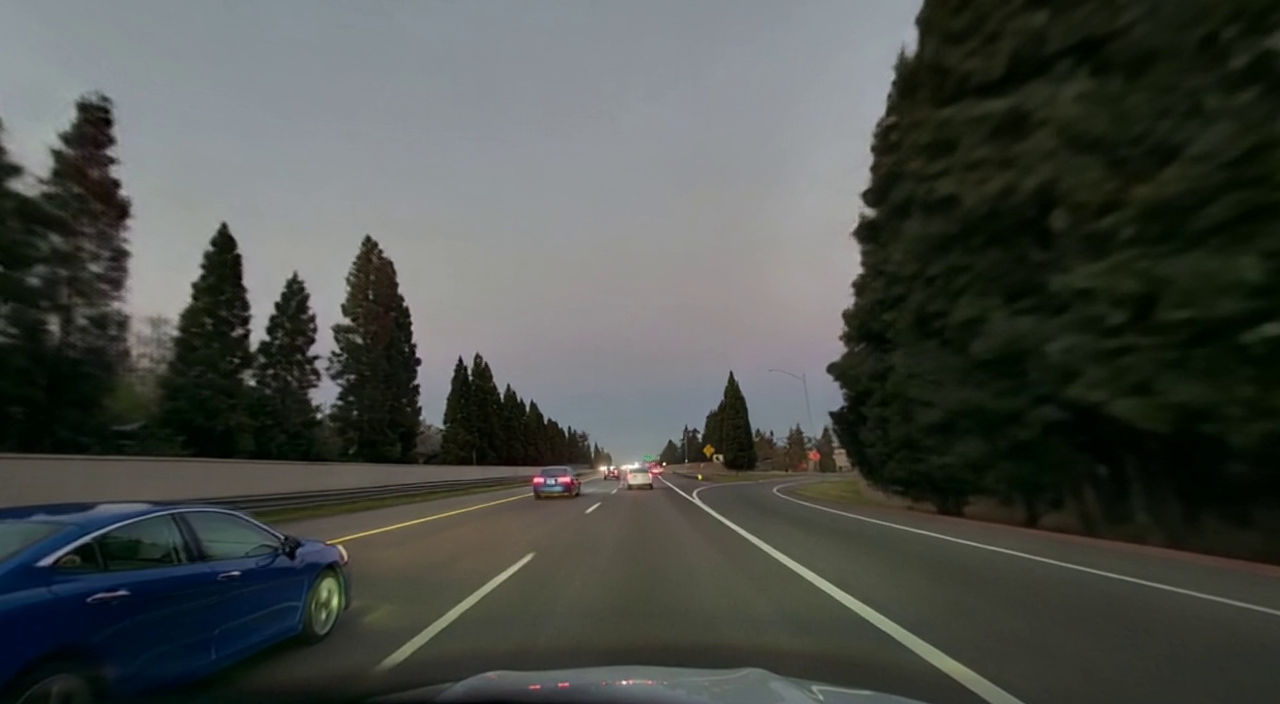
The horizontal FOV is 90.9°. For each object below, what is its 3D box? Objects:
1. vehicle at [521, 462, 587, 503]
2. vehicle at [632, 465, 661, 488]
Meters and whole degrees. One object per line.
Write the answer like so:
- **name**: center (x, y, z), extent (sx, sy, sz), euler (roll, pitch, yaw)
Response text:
- **vehicle**: center (-3.509, 5.470, 26.555), extent (2.047, 1.523, 4.279), euler (1, -11, 1)
- **vehicle**: center (0.504, 9.594, 48.589), extent (2.065, 1.596, 3.869), euler (1, -11, 1)
